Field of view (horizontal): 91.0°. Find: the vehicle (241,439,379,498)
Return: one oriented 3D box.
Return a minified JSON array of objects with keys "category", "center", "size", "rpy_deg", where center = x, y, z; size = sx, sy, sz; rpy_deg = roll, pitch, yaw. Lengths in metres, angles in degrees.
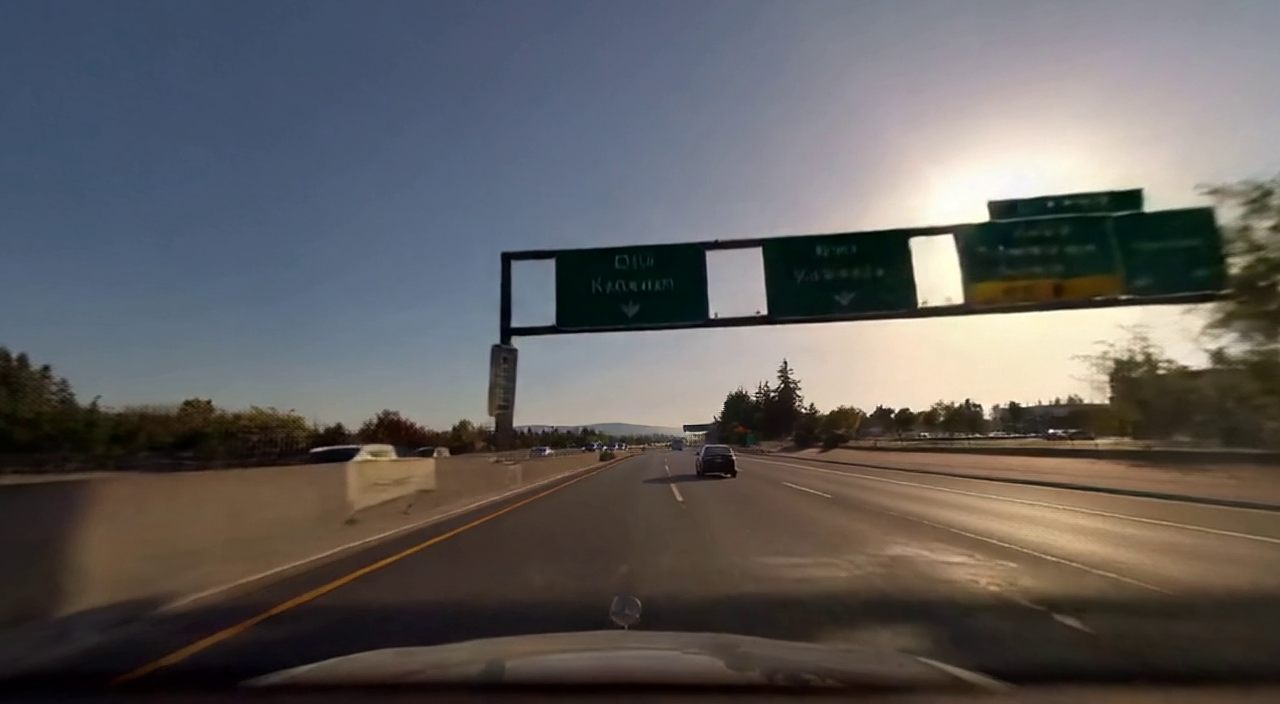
[{"category":"vehicle","center":[-9.913,3.490,19.379],"size":[1.729,1.580,4.432],"rpy_deg":[0,-8,2]}]

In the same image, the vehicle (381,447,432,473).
[{"category":"vehicle","center":[-16.471,7.611,44.599],"size":[1.919,1.632,4.313],"rpy_deg":[-2,-8,2]}]

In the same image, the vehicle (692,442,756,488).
[{"category":"vehicle","center":[2.732,3.728,21.176],"size":[1.683,1.400,3.868],"rpy_deg":[0,-8,1]}]
